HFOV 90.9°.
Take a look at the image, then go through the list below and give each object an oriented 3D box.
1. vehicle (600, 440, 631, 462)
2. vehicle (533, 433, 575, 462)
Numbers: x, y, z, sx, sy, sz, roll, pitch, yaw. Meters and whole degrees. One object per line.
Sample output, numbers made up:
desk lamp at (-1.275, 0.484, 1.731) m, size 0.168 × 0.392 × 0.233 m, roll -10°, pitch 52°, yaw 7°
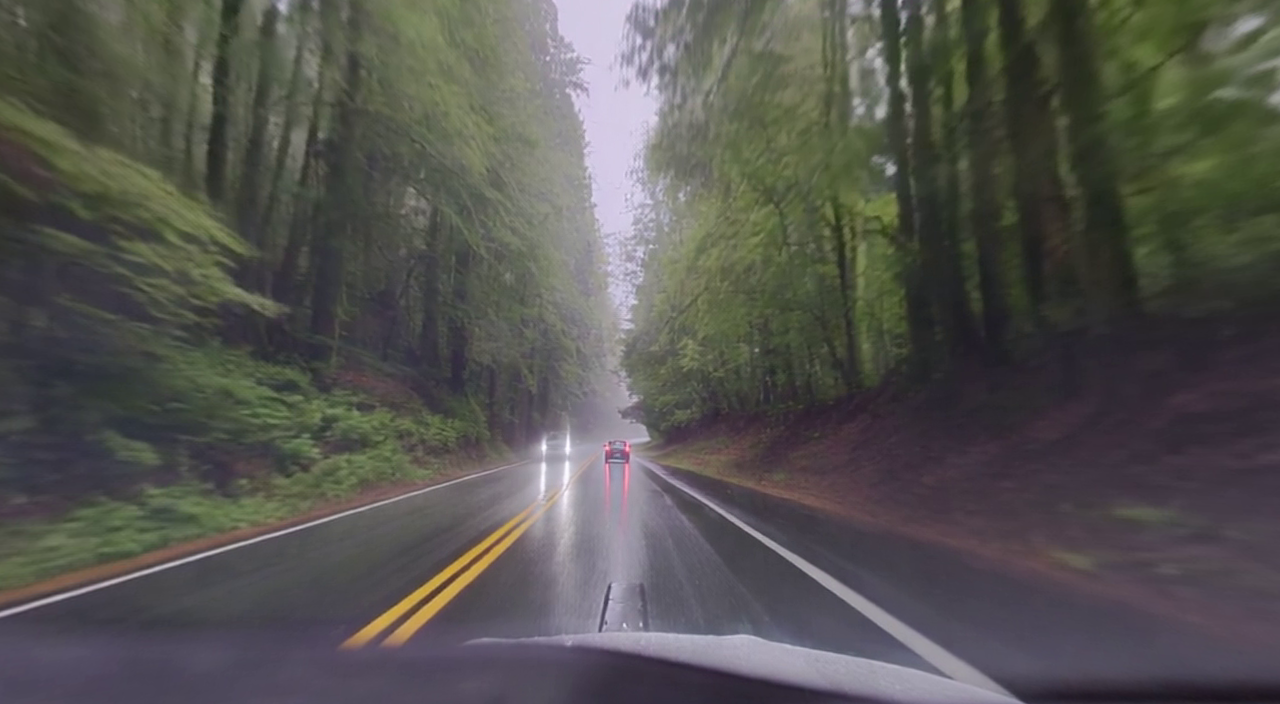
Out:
vehicle at (-1.773, 7.105, 45.534) m, size 2.120 × 1.491 × 4.349 m, roll 0°, pitch -8°, yaw -3°
vehicle at (-5.676, 6.419, 42.495) m, size 2.223 × 1.836 × 5.392 m, roll 0°, pitch -8°, yaw -2°
